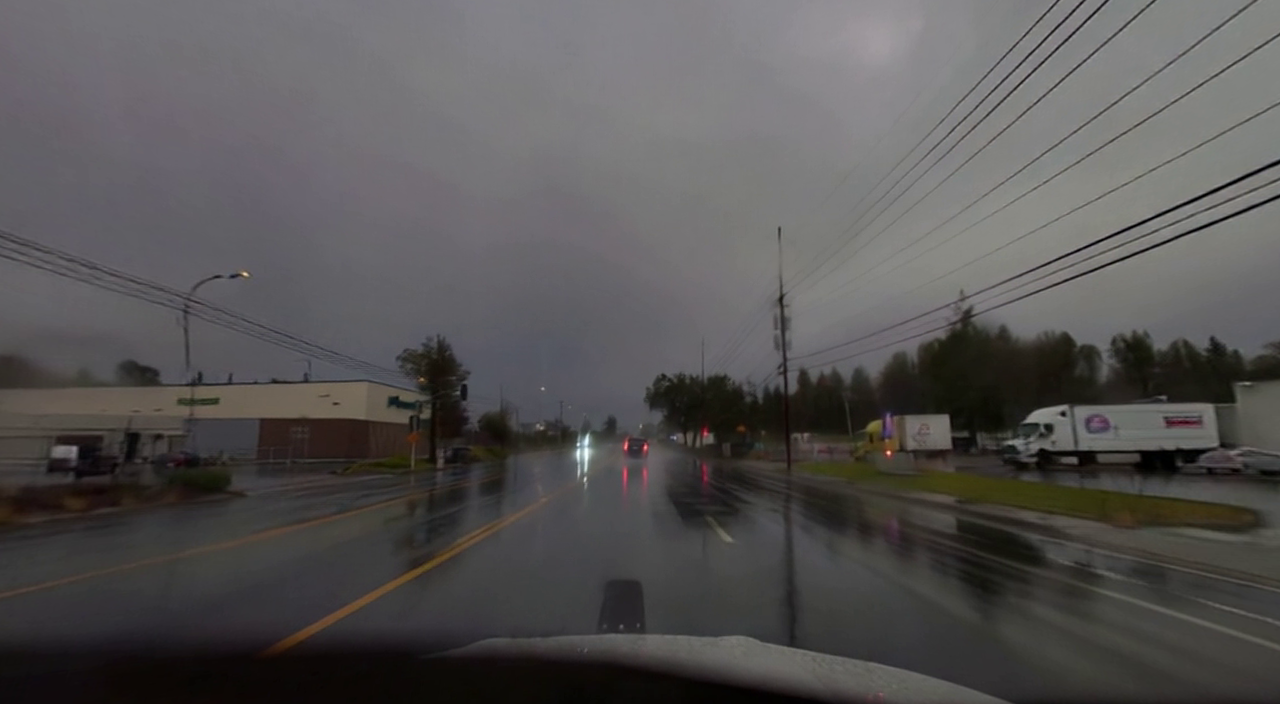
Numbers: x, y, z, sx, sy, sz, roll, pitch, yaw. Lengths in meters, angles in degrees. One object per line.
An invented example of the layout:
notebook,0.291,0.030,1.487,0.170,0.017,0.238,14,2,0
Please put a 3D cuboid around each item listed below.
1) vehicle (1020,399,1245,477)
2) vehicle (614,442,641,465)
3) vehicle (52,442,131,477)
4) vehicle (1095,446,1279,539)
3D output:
vehicle,24.620,4.366,31.978,8.701,3.665,2.906,0,-8,1
vehicle,-0.879,7.407,46.218,1.937,1.588,3.746,0,-8,0
vehicle,-31.606,6.143,36.347,4.992,1.876,2.169,-6,-10,35
vehicle,11.753,2.581,11.970,4.758,1.496,1.871,-1,-9,0
